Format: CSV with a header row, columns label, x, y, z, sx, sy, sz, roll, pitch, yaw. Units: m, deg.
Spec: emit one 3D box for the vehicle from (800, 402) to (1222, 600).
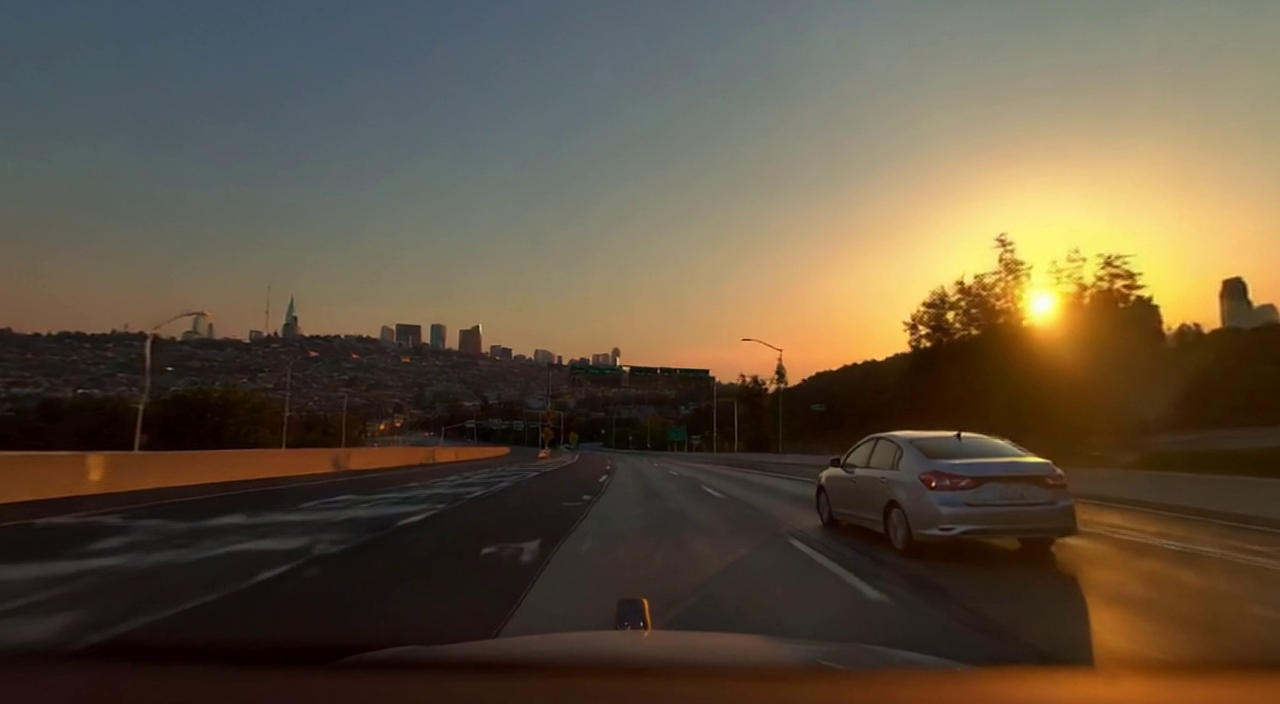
label,x,y,z,sx,sy,sz,roll,pitch,yaw
vehicle,3.606,1.556,7.510,2.104,1.575,4.698,0,-9,-1
